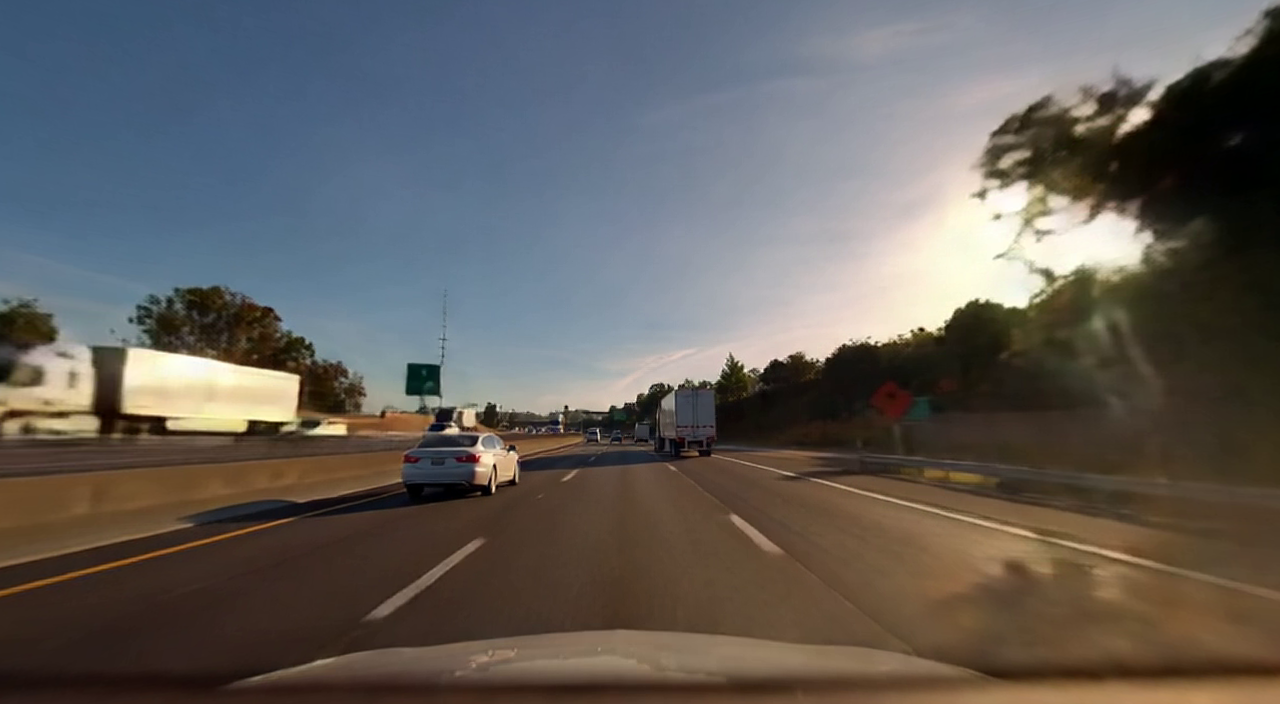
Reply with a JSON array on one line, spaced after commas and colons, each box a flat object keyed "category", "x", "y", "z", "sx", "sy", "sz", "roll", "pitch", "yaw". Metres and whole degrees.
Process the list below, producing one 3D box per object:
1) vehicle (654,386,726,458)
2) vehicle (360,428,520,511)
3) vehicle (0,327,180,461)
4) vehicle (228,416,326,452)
[{"category": "vehicle", "x": 3.009, "y": 4.875, "z": 42.833, "sx": 3.241, "sy": 4.042, "sz": 14.292, "roll": 0, "pitch": -7, "yaw": -2}, {"category": "vehicle", "x": -3.941, "y": 2.360, "z": 13.316, "sx": 1.971, "sy": 1.444, "sz": 4.401, "roll": 0, "pitch": -8, "yaw": -1}, {"category": "vehicle", "x": -19.412, "y": 1.571, "z": 21.215, "sx": 3.132, "sy": 3.870, "sz": 5.926, "roll": 1, "pitch": -8, "yaw": 0}, {"category": "vehicle", "x": -16.528, "y": 3.770, "z": 28.983, "sx": 1.890, "sy": 1.477, "sz": 4.467, "roll": 0, "pitch": -8, "yaw": -1}]
